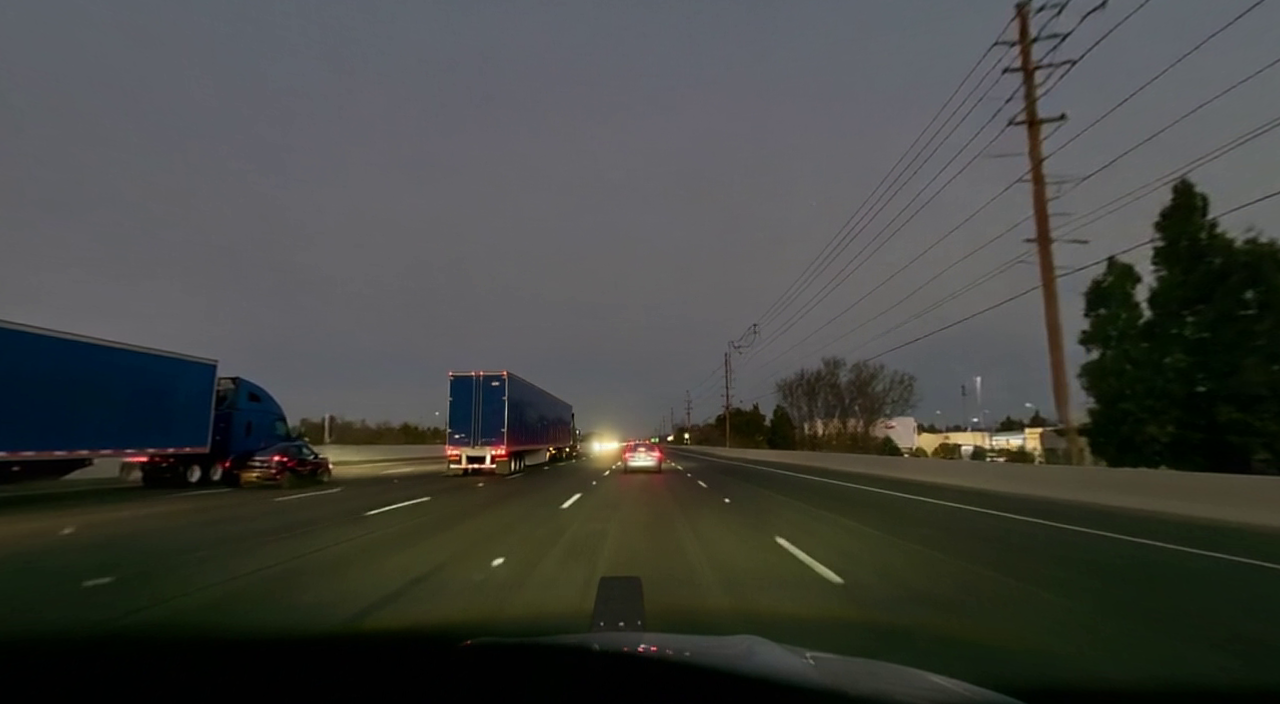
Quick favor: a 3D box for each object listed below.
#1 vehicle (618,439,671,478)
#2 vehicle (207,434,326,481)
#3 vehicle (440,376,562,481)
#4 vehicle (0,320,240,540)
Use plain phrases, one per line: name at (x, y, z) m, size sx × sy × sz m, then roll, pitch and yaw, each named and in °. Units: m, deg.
vehicle at (0.203, 4.464, 26.696) m, size 2.055 × 1.514 × 4.323 m, roll 0°, pitch -8°, yaw 1°
vehicle at (-14.722, 4.168, 25.229) m, size 1.938 × 1.679 × 4.469 m, roll 0°, pitch -8°, yaw 1°
vehicle at (-6.367, 4.111, 32.397) m, size 2.907 × 4.081 × 15.311 m, roll 0°, pitch -8°, yaw 0°
vehicle at (-10.686, 1.196, 9.570) m, size 2.896 × 3.140 × 9.491 m, roll 0°, pitch -8°, yaw 1°
